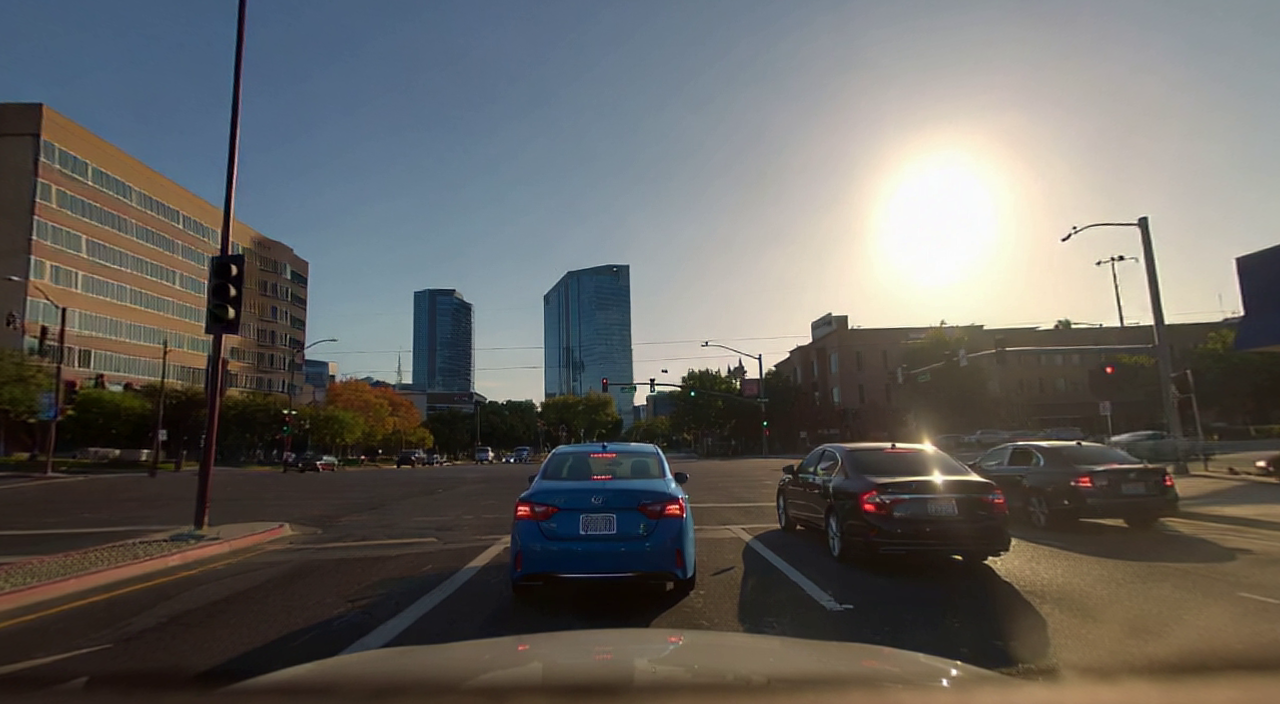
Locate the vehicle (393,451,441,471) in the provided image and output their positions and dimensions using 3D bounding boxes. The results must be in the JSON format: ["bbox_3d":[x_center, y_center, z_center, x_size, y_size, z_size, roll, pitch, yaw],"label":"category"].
[{"bbox_3d":[-17.123,8.386,48.666,2.048,1.463,4.530,0,-8,-1],"label":"vehicle"}]

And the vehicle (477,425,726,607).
[{"bbox_3d":[-0.367,1.654,7.292,2.059,1.477,3.988,0,-8,-1],"label":"vehicle"}]

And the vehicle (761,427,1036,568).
[{"bbox_3d":[3.216,1.888,8.973,2.042,1.508,4.109,0,-8,-2],"label":"vehicle"}]

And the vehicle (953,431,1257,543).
[{"bbox_3d":[7.446,2.164,10.788,1.908,1.517,4.182,0,-8,-1],"label":"vehicle"}]
